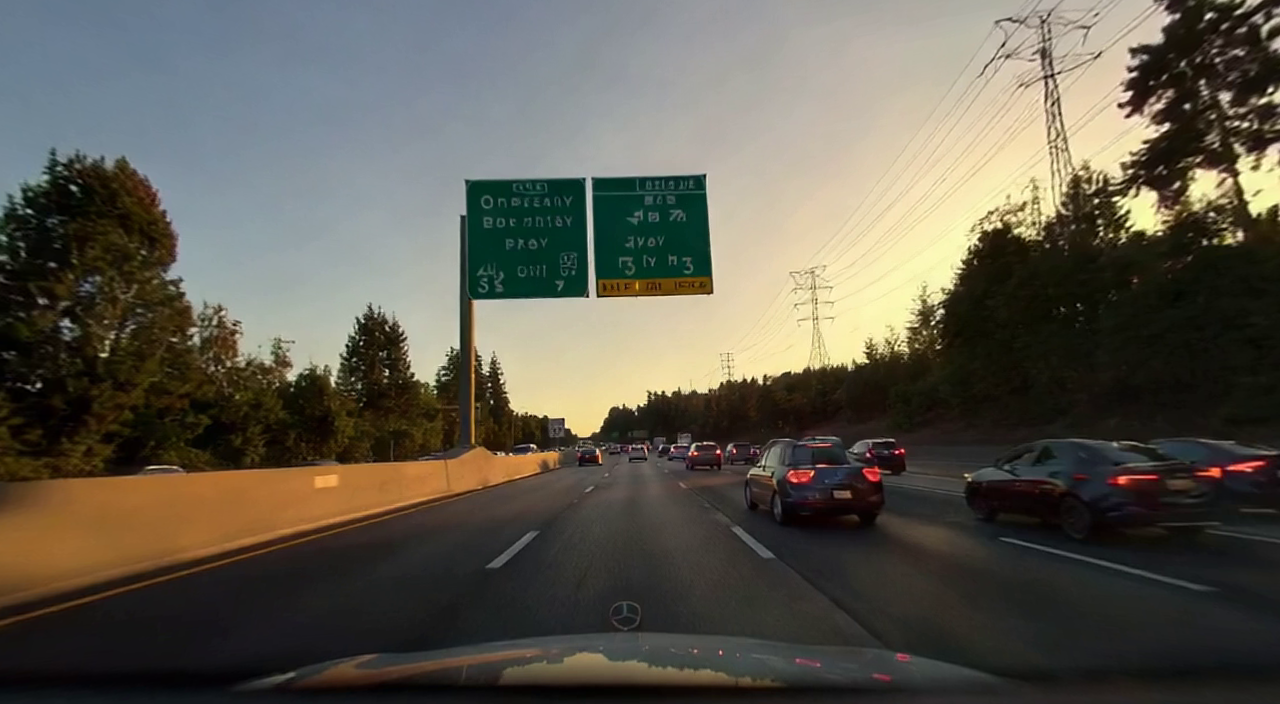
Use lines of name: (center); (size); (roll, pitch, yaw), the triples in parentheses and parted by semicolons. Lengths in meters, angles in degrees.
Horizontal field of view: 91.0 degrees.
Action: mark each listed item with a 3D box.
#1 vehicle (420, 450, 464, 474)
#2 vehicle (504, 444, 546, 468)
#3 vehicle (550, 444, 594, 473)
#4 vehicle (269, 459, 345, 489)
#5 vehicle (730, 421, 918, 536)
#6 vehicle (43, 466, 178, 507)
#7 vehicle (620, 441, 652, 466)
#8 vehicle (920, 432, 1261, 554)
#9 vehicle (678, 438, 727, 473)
vehicle: (-12.544, 6.957, 40.009); (1.583, 1.428, 3.716); (0, -8, 0)
vehicle: (-8.858, 8.040, 48.898); (2.214, 1.737, 5.234); (0, -8, 1)
vehicle: (-3.743, 5.989, 35.511); (2.051, 1.510, 4.373); (0, -8, 0)
vehicle: (-19.114, 6.998, 36.408); (1.887, 1.485, 4.635); (0, -8, 0)
vehicle: (3.142, 2.277, 11.989); (2.092, 1.723, 4.670); (0, -8, -1)
vehicle: (-23.385, 5.923, 28.083); (1.913, 1.491, 4.763); (0, -8, -1)
vehicle: (-0.360, 7.772, 48.291); (2.314, 1.796, 4.254); (0, -8, -1)
vehicle: (6.628, 2.091, 10.135); (2.027, 1.483, 4.559); (0, -8, -1)
vehicle: (3.442, 5.830, 35.670); (2.138, 1.826, 4.783); (0, -8, -2)
